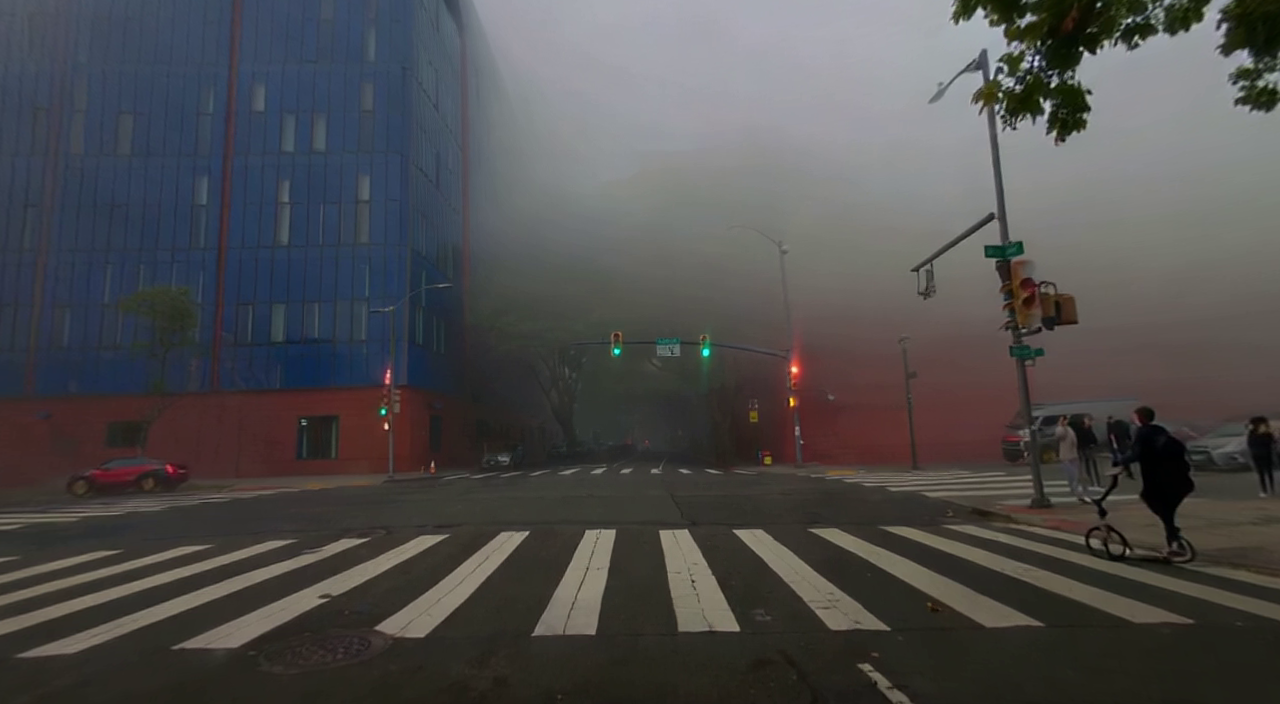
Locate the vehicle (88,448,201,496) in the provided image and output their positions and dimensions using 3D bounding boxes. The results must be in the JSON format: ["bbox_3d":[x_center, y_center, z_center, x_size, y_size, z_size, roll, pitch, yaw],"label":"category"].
[{"bbox_3d":[-17.699,4.250,22.610,2.827,1.613,1.717,-3,-9,15],"label":"vehicle"}]
